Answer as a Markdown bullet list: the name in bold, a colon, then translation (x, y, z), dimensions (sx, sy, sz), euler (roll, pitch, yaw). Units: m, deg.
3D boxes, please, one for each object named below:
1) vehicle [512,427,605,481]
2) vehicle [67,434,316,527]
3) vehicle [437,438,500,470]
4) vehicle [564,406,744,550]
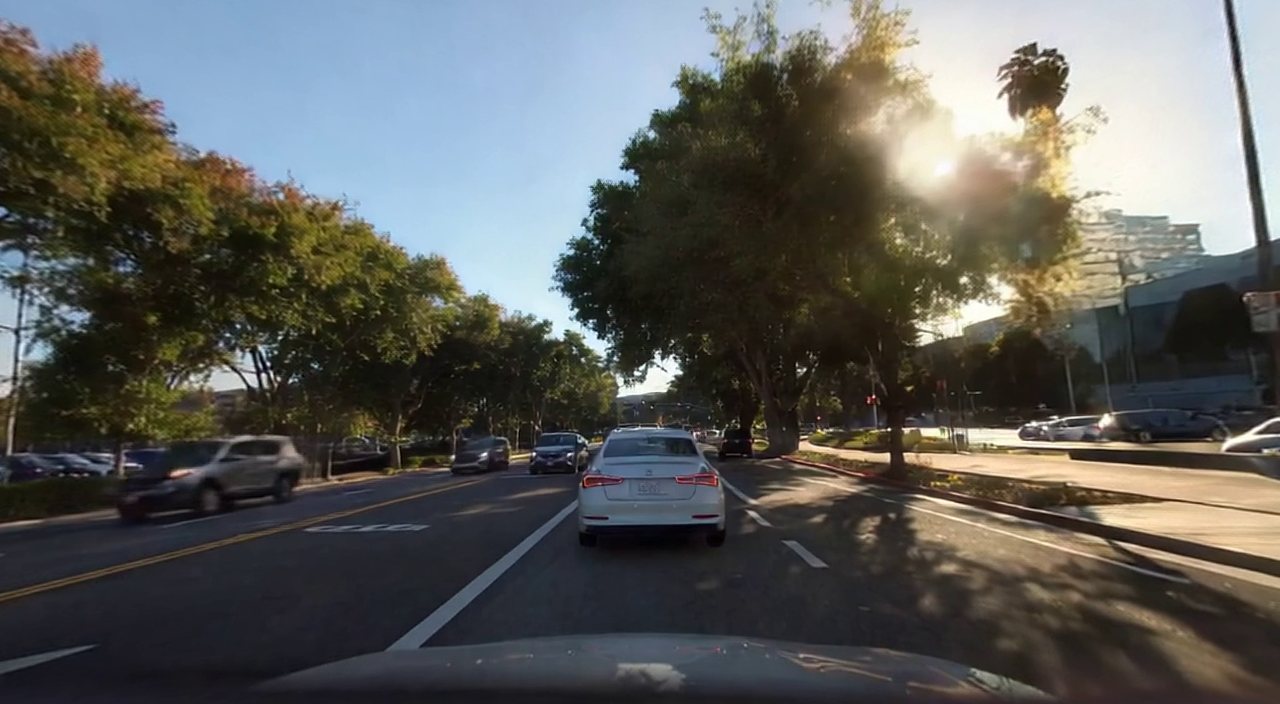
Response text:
- **vehicle**: translation (-2.868, 3.771, 23.568), dimensions (2.057, 1.786, 4.725), euler (-2, -8, 11)
- **vehicle**: translation (-10.030, 2.869, 14.796), dimensions (2.039, 1.769, 4.911), euler (-1, -8, 3)
- **vehicle**: translation (-9.791, 5.854, 36.409), dimensions (2.005, 1.701, 4.355), euler (-1, -8, 6)
- **vehicle**: translation (0.176, 1.818, 9.726), dimensions (2.154, 1.710, 4.128), euler (-1, -8, 0)
